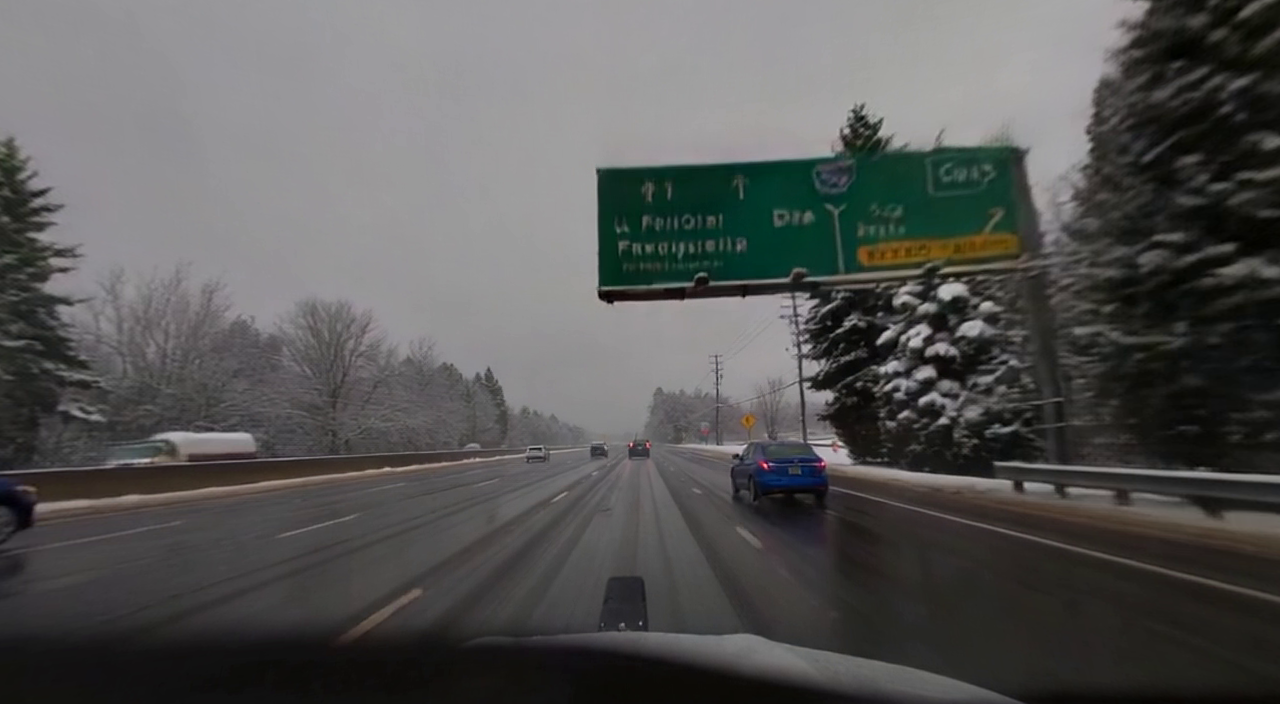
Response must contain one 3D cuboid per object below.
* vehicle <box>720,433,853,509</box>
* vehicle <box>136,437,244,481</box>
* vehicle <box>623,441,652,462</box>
[{"bbox_3d":[3.285,2.758,15.164,2.060,1.526,4.387,0,-8,-1],"label":"vehicle"},{"bbox_3d":[-34.347,8.128,48.578,2.906,3.015,7.192,-1,-8,1],"label":"vehicle"},{"bbox_3d":[-0.172,7.185,45.679,2.036,1.474,3.969,0,-8,0],"label":"vehicle"}]
